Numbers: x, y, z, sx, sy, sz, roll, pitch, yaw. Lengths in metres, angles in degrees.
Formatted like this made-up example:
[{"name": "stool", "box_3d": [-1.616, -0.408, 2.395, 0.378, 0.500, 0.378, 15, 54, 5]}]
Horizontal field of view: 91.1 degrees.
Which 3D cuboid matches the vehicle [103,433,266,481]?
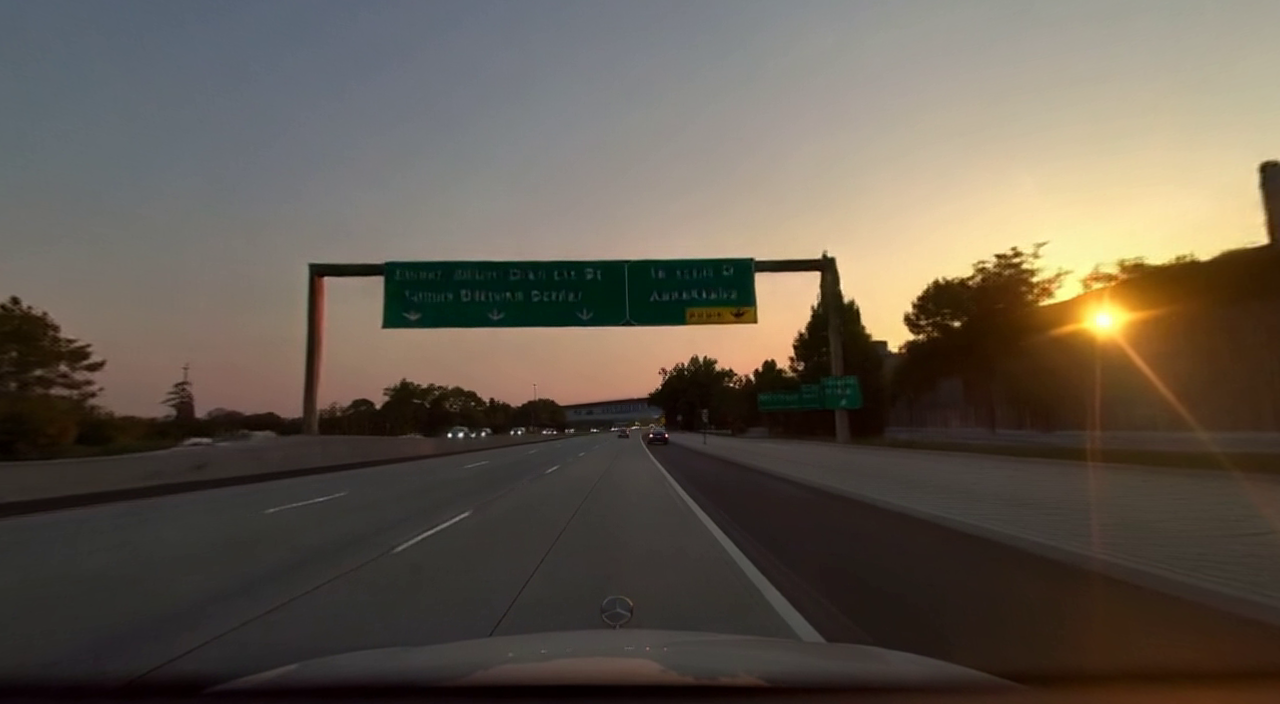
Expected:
[{"name": "vehicle", "box_3d": [-16.099, 3.698, 22.675, 2.078, 1.504, 5.134, 1, -7, -1]}]
